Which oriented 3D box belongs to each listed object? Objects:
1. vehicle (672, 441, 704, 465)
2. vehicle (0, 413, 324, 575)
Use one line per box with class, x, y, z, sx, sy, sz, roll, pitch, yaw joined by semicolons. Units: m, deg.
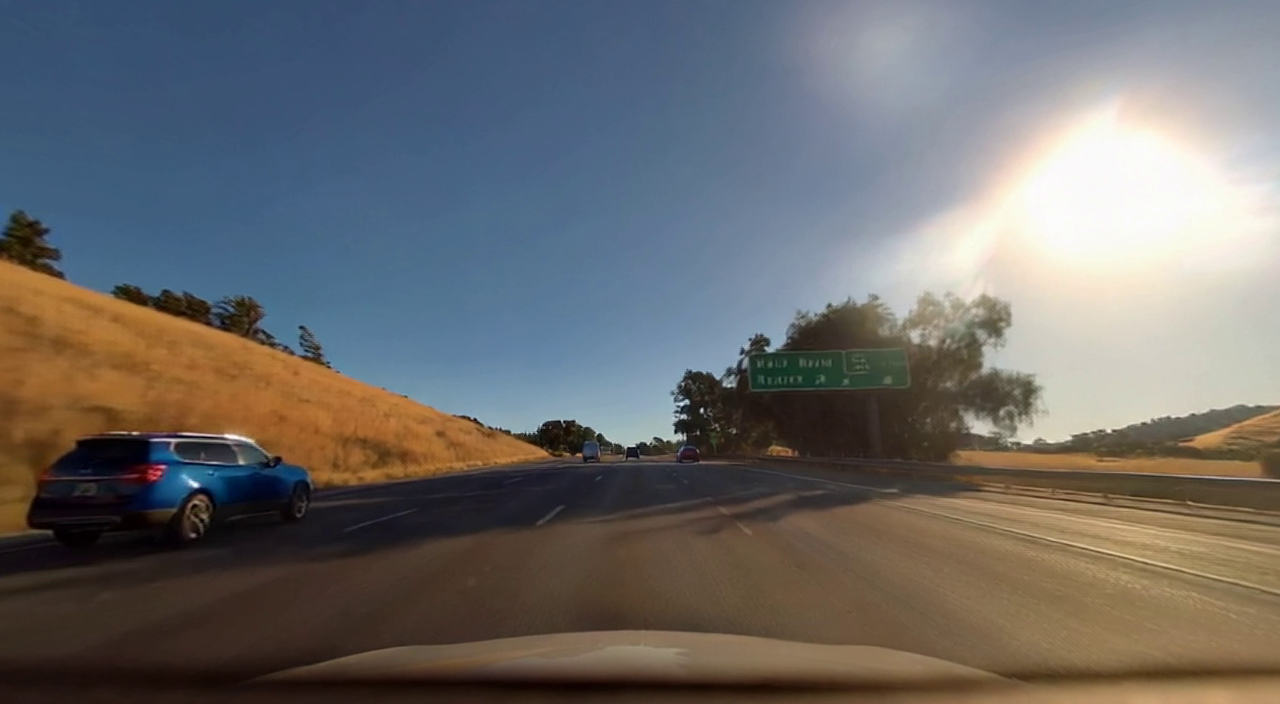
vehicle;3.668;7.814;48.987;1.995;1.712;4.206;0;-8;-2
vehicle;-7.191;1.923;9.487;2.285;1.759;4.968;0;-8;0
